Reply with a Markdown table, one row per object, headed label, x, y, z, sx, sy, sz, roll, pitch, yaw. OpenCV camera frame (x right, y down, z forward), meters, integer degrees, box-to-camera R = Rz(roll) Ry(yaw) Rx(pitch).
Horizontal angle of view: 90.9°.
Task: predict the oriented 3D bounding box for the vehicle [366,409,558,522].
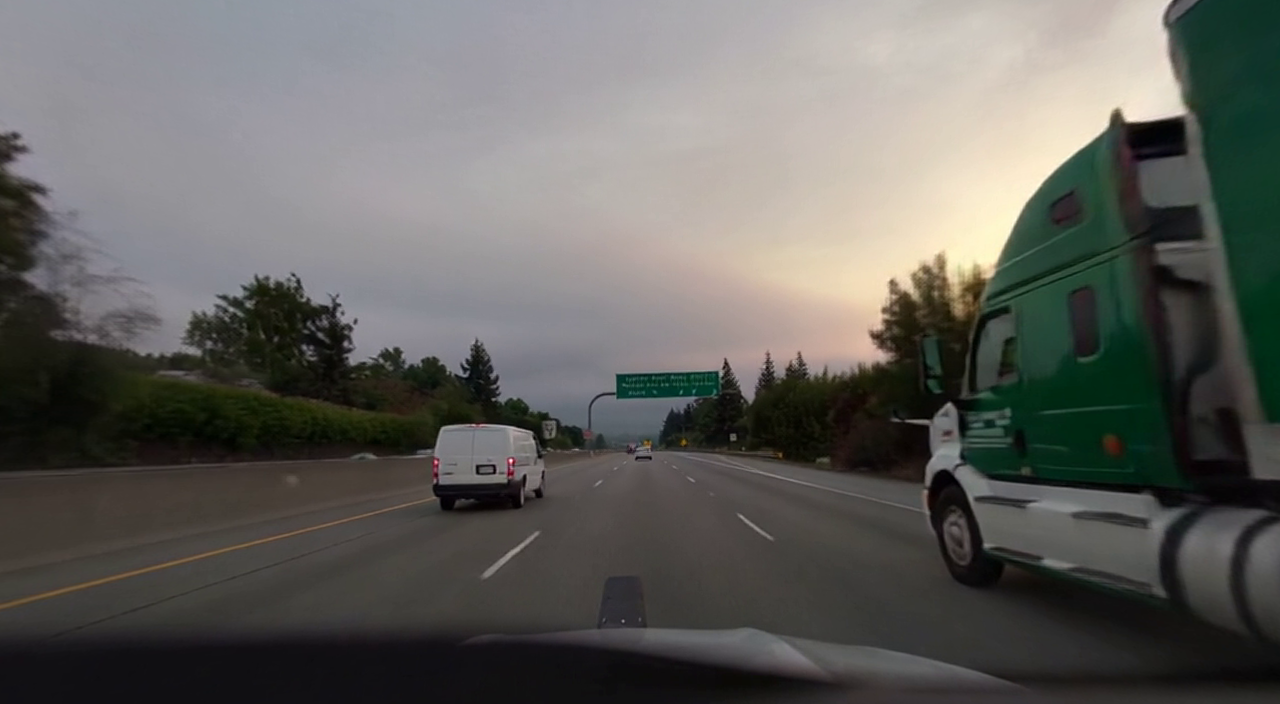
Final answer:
| label | x | y | z | sx | sy | sz | roll | pitch | yaw |
| --- | --- | --- | --- | --- | --- | --- | --- | --- | --- |
| vehicle | -3.433 | 2.391 | 13.767 | 2.572 | 1.927 | 5.803 | 0 | -9 | -1 |

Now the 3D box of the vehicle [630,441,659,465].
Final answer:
| label | x | y | z | sx | sy | sz | roll | pitch | yaw |
| --- | --- | --- | --- | --- | --- | --- | --- | --- | --- |
| vehicle | 0.290 | 7.485 | 46.628 | 2.067 | 1.690 | 3.901 | 0 | -9 | -1 |

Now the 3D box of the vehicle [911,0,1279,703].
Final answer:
| label | x | y | z | sx | sy | sz | roll | pitch | yaw |
| --- | --- | --- | --- | --- | --- | --- | --- | --- | --- |
| vehicle | 4.159 | -0.144 | 2.455 | 3.007 | 3.949 | 7.005 | 0 | -9 | 0 |
